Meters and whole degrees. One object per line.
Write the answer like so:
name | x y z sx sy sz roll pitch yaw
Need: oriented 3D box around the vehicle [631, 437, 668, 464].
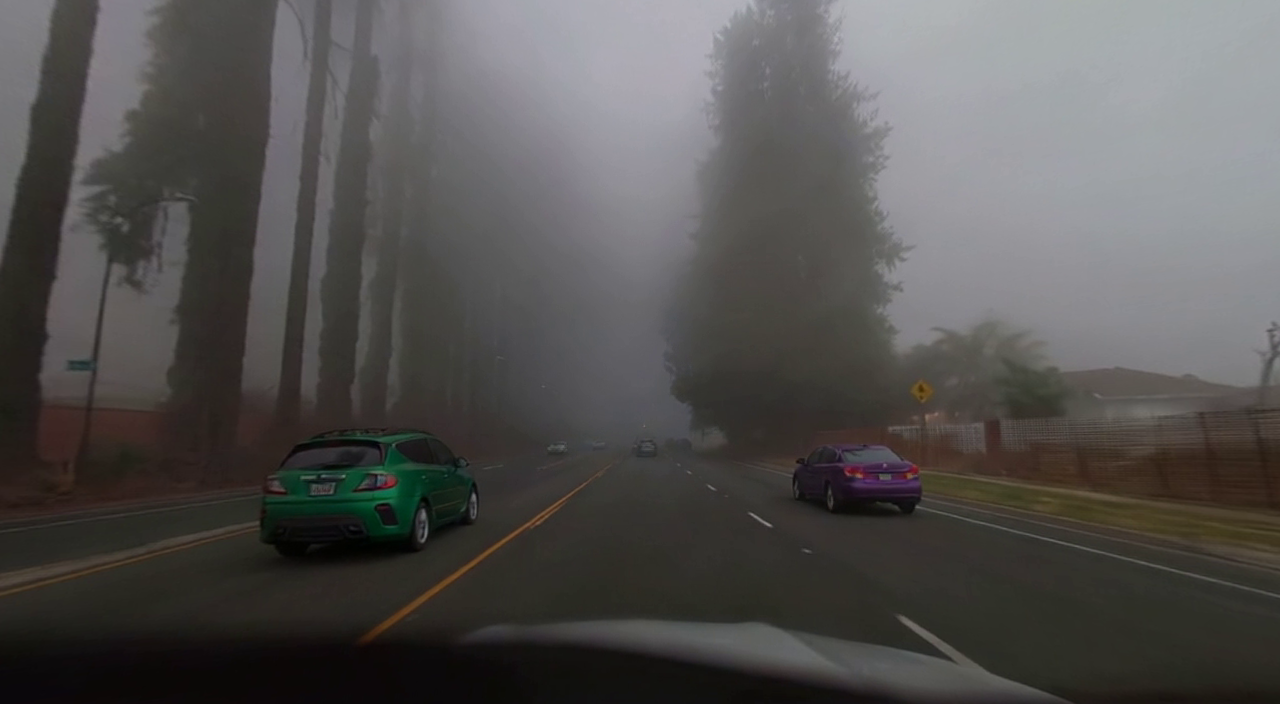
vehicle | 0.627 6.287 40.510 2.206 1.525 4.695 -1 -7 1

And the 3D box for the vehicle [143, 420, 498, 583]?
vehicle | -3.643 1.752 8.574 2.162 1.546 4.889 -1 -7 2

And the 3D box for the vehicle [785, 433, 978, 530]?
vehicle | 4.294 2.321 12.141 1.943 1.471 4.515 -1 -7 0
